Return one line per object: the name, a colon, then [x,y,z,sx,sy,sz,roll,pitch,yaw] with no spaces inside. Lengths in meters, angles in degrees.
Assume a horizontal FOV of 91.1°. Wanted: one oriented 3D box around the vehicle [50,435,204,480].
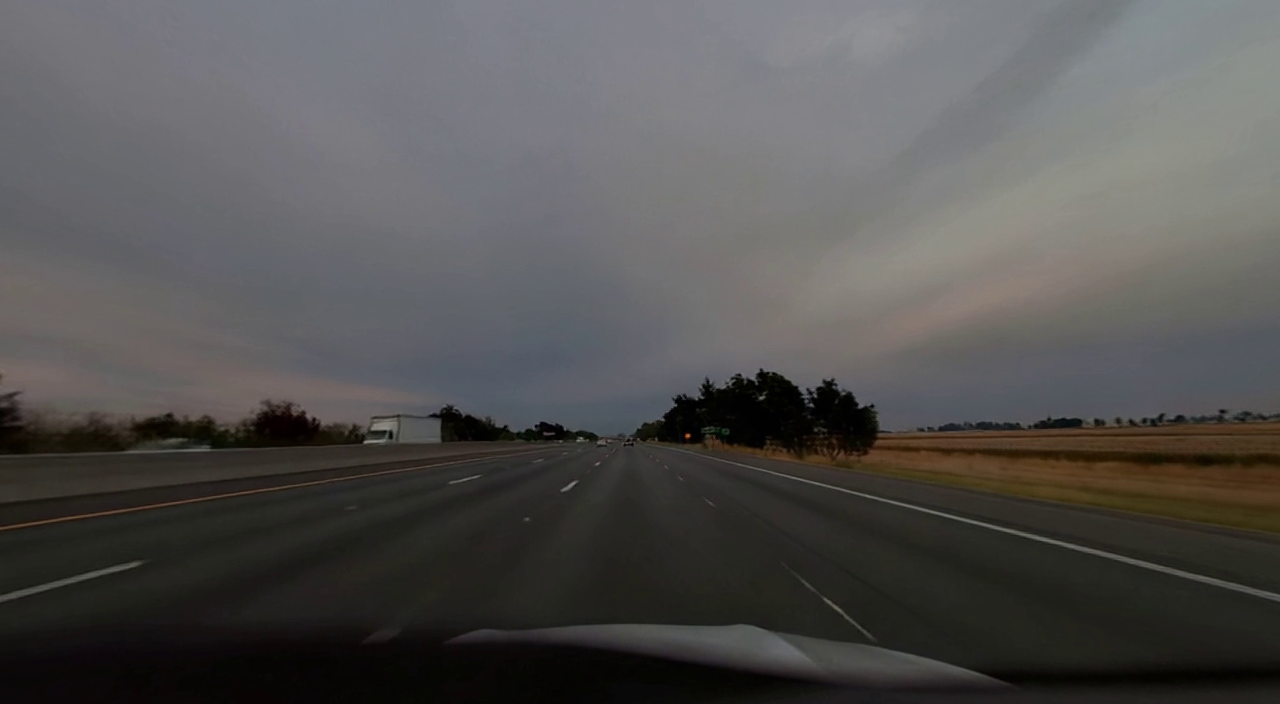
vehicle: [-19.499,3.992,24.256,2.031,1.517,4.707,0,-8,-1]
